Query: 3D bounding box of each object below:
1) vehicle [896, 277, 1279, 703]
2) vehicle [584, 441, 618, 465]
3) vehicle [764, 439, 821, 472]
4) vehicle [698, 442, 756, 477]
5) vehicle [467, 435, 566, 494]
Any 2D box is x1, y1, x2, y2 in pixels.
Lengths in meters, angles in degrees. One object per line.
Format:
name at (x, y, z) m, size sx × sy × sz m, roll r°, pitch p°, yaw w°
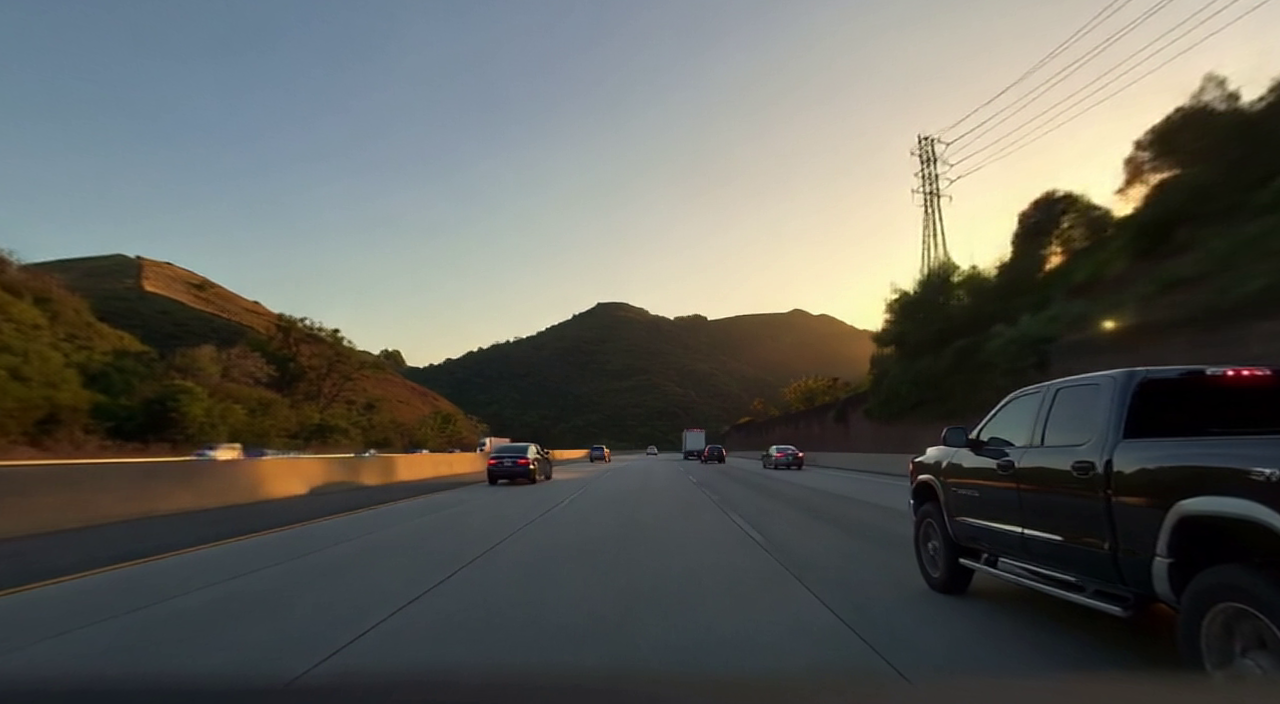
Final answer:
vehicle at (3.475, 0.823, 3.302) m, size 2.098 × 1.925 × 5.171 m, roll 0°, pitch -8°, yaw 0°
vehicle at (-2.867, 7.579, 47.316) m, size 2.021 × 1.679 × 4.310 m, roll -1°, pitch -8°, yaw 3°
vehicle at (8.100, 5.523, 33.963) m, size 1.986 × 1.633 × 4.430 m, roll 0°, pitch -8°, yaw 0°
vehicle at (3.908, 4.924, 29.201) m, size 2.046 × 1.471 × 4.333 m, roll 0°, pitch -8°, yaw 0°
vehicle at (-3.766, 3.534, 20.153) m, size 2.113 × 1.636 × 4.494 m, roll -1°, pitch -8°, yaw 2°
